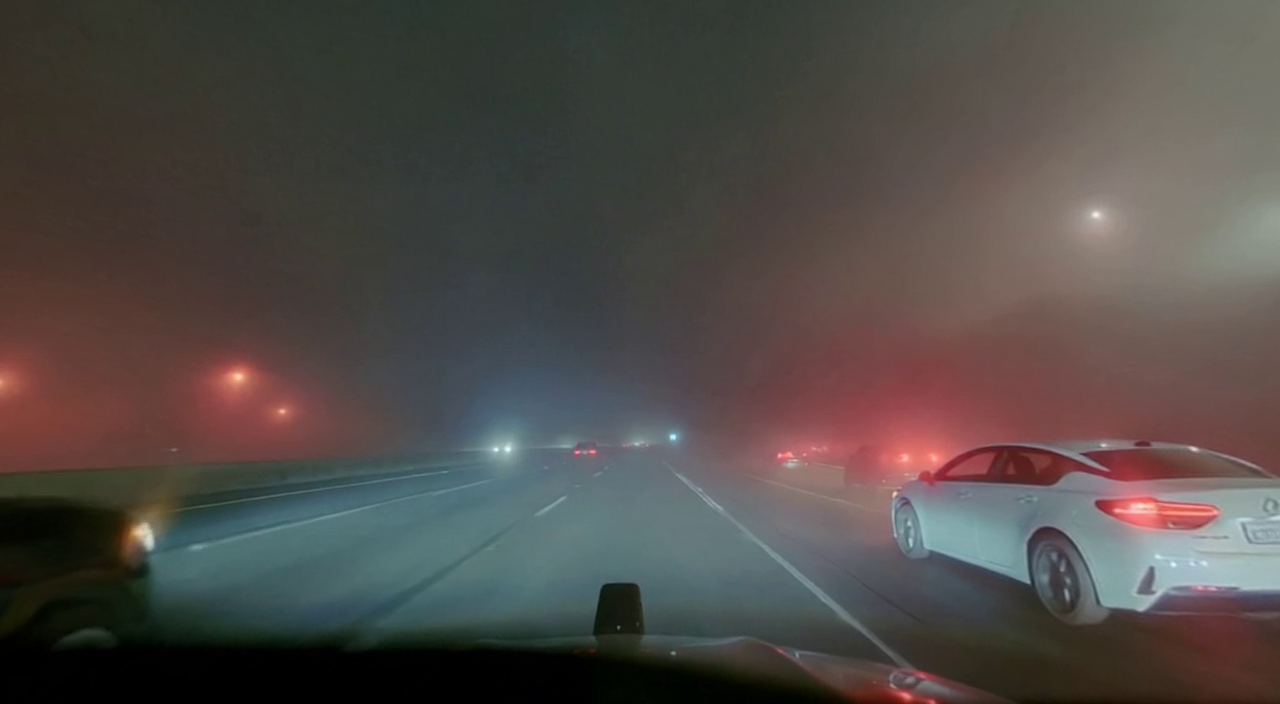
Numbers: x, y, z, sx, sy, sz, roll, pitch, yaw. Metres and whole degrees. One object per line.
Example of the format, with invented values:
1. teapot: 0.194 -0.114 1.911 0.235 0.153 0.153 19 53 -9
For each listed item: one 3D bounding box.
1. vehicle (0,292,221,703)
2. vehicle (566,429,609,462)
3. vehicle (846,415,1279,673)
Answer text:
1. vehicle: -3.598 0.453 0.739 2.285 1.853 5.564 0 -9 1
2. vehicle: -3.798 6.926 46.623 2.496 2.203 6.317 0 -9 1
3. vehicle: 3.905 1.528 6.288 2.047 1.532 4.884 0 -9 0
